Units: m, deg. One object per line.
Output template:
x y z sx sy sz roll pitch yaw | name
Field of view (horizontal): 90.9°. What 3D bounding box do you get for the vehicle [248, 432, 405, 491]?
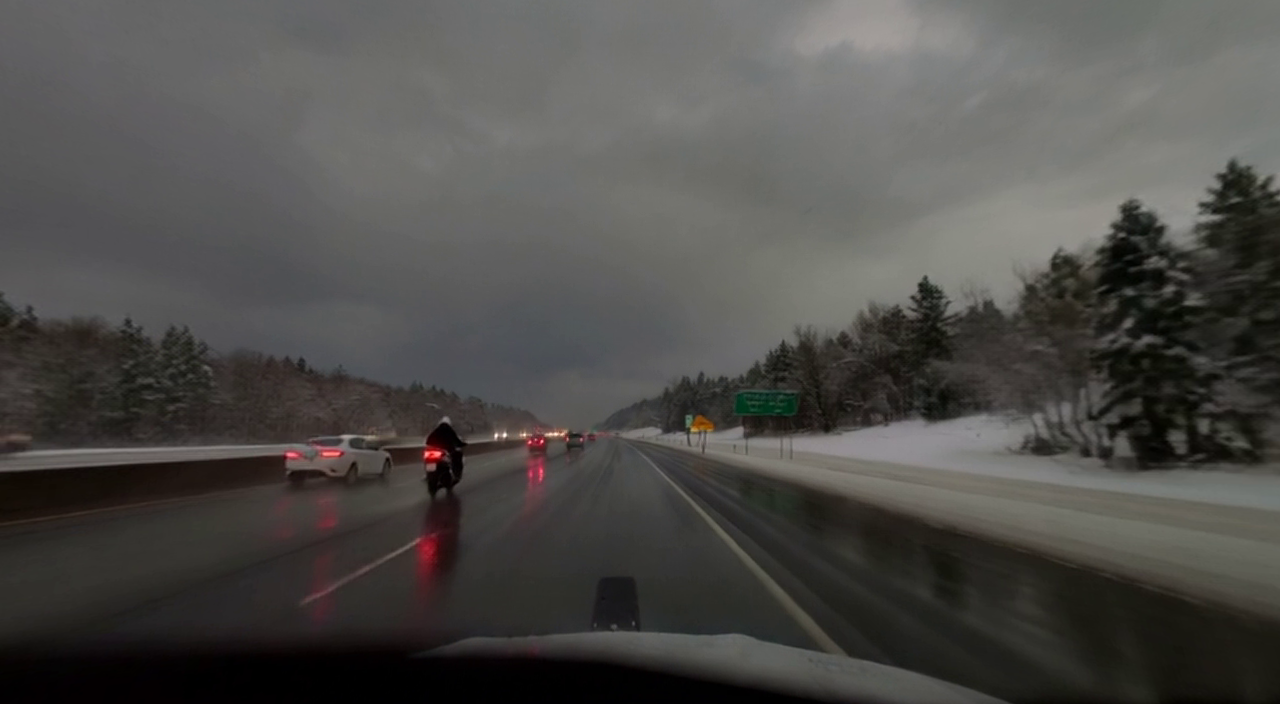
-8.420 2.946 17.530 2.053 1.409 4.704 0 -8 -1 | vehicle
